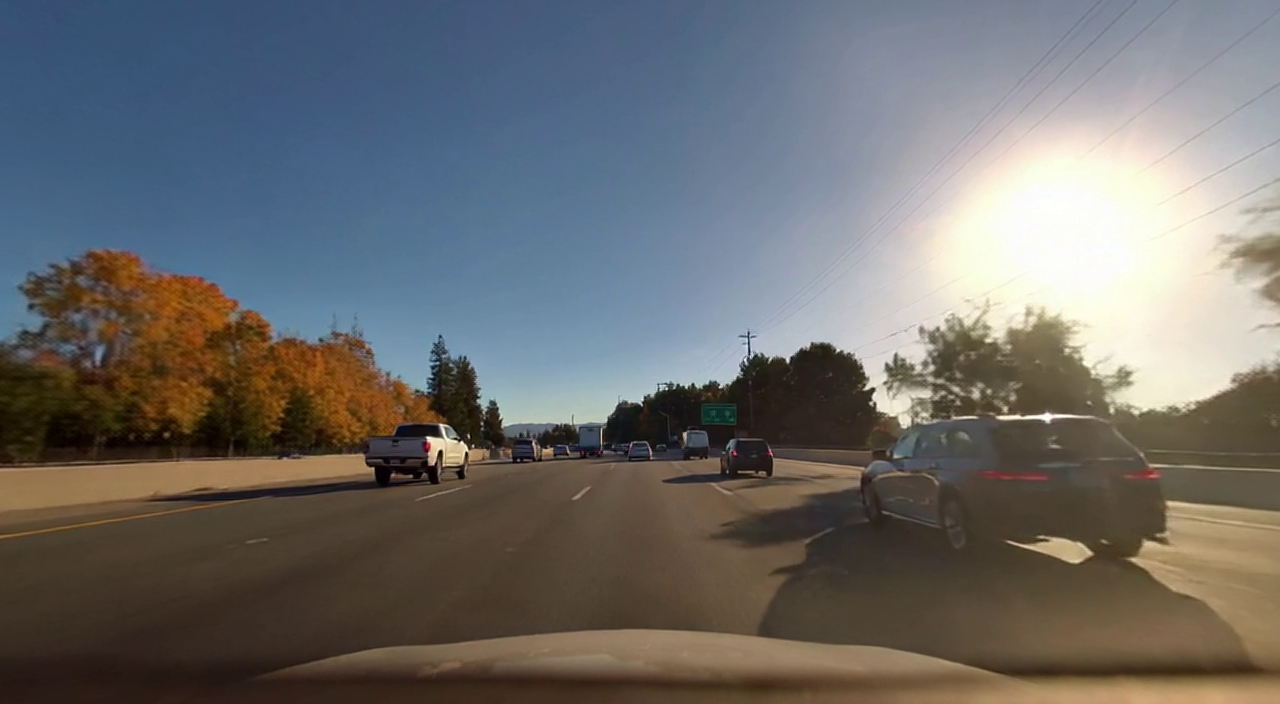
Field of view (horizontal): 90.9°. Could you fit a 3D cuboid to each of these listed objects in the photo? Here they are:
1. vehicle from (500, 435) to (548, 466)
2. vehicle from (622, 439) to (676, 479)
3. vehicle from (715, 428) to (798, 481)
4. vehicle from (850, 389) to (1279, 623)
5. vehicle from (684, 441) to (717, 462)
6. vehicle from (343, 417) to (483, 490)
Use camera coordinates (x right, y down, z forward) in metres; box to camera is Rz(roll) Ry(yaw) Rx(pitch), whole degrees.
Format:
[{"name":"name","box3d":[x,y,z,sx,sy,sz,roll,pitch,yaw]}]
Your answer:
[{"name":"vehicle","box3d":[-6.863,5.904,37.868,1.978,1.680,4.263,0,-9,1]},{"name":"vehicle","box3d":[0.322,4.231,25.223,1.966,1.444,3.986,0,-8,0]},{"name":"vehicle","box3d":[4.309,3.890,24.137,2.195,1.778,4.455,0,-9,-1]},{"name":"vehicle","box3d":[4.012,1.443,6.825,2.002,1.691,4.290,0,-8,0]},{"name":"vehicle","box3d":[4.193,6.954,44.143,1.895,1.429,3.908,0,-8,0]},{"name":"vehicle","box3d":[-6.873,3.186,20.006,2.269,1.936,5.777,0,-9,0]}]
